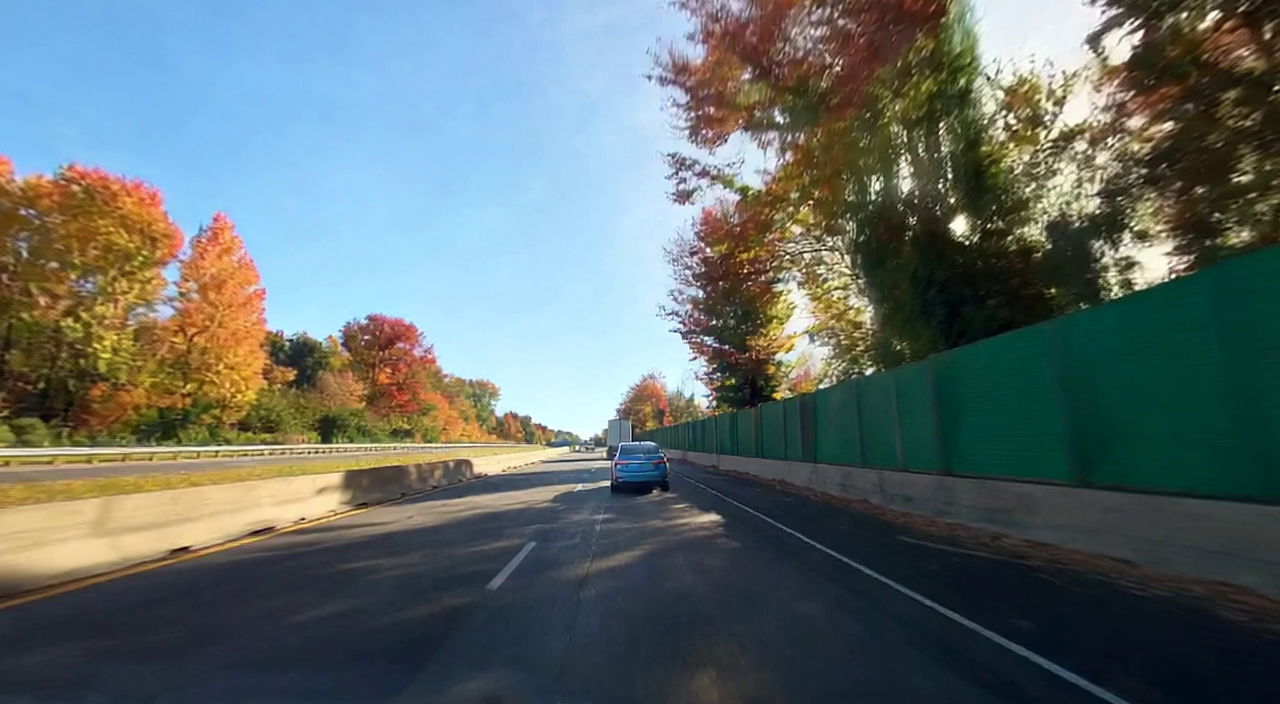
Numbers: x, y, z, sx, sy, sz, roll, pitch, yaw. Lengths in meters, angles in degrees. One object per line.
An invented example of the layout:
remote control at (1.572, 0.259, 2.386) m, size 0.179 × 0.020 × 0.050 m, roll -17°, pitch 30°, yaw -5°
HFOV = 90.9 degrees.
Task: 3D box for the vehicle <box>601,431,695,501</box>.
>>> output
vehicle at (0.061, 2.790, 15.845) m, size 2.057 × 1.516 × 4.065 m, roll 1°, pitch -8°, yaw -3°
